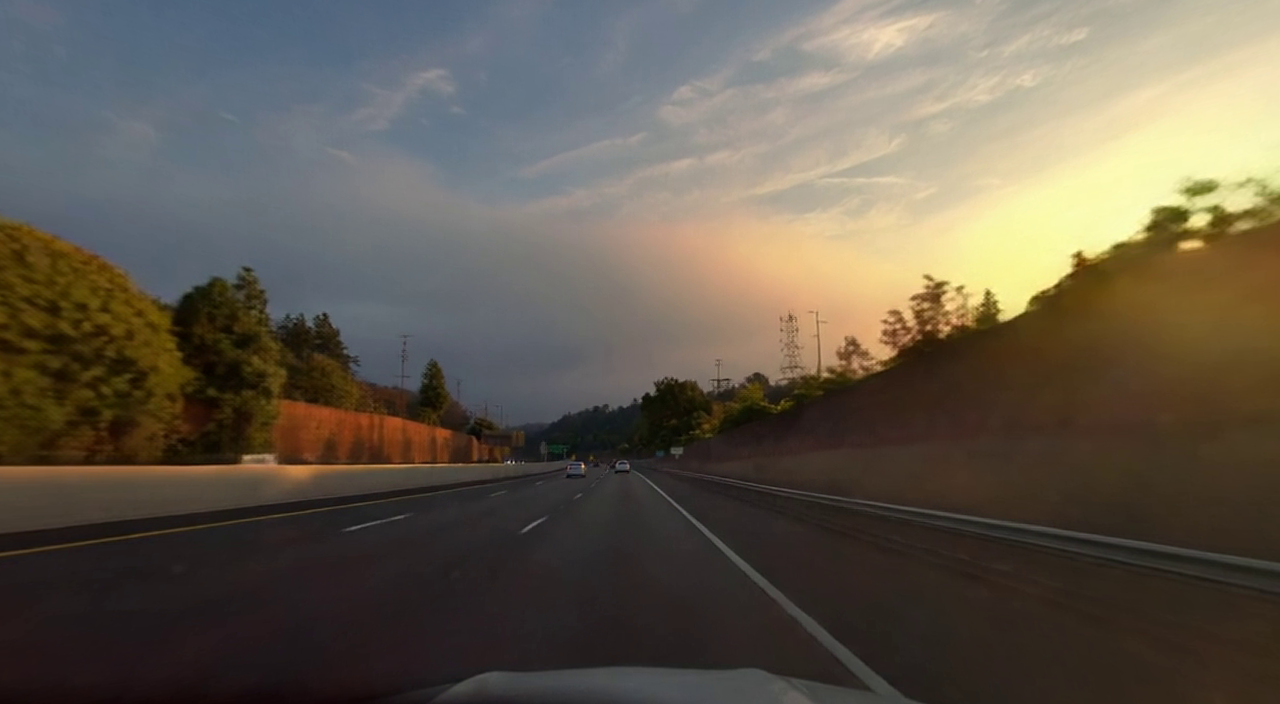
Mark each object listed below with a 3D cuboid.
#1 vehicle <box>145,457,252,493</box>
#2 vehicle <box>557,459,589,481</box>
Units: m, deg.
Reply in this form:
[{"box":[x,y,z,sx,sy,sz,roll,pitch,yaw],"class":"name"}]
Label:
[{"box":[-19.796,5.556,28.493,1.813,1.450,4.096,1,-11,0],"class":"vehicle"},{"box":[-5.096,9.086,48.482,2.039,1.605,4.365,1,-11,0],"class":"vehicle"}]
